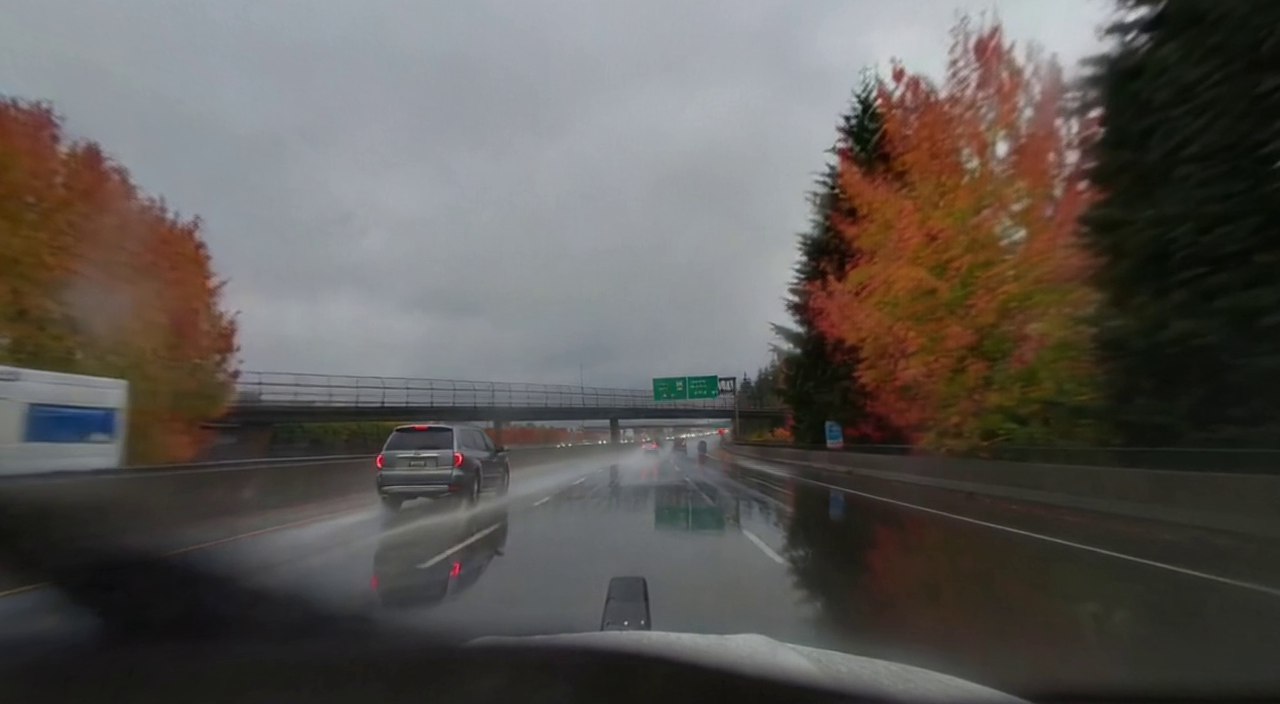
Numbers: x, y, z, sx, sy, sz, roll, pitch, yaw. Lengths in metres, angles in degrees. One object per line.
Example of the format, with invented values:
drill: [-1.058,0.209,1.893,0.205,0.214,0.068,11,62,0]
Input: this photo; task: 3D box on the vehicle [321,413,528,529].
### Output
vehicle: [-3.608,2.102,11.645,2.177,1.707,4.432,0,-8,1]

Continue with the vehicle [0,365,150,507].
vehicle: [-20.006,2.178,16.399,2.955,4.073,13.911,0,-8,2]
